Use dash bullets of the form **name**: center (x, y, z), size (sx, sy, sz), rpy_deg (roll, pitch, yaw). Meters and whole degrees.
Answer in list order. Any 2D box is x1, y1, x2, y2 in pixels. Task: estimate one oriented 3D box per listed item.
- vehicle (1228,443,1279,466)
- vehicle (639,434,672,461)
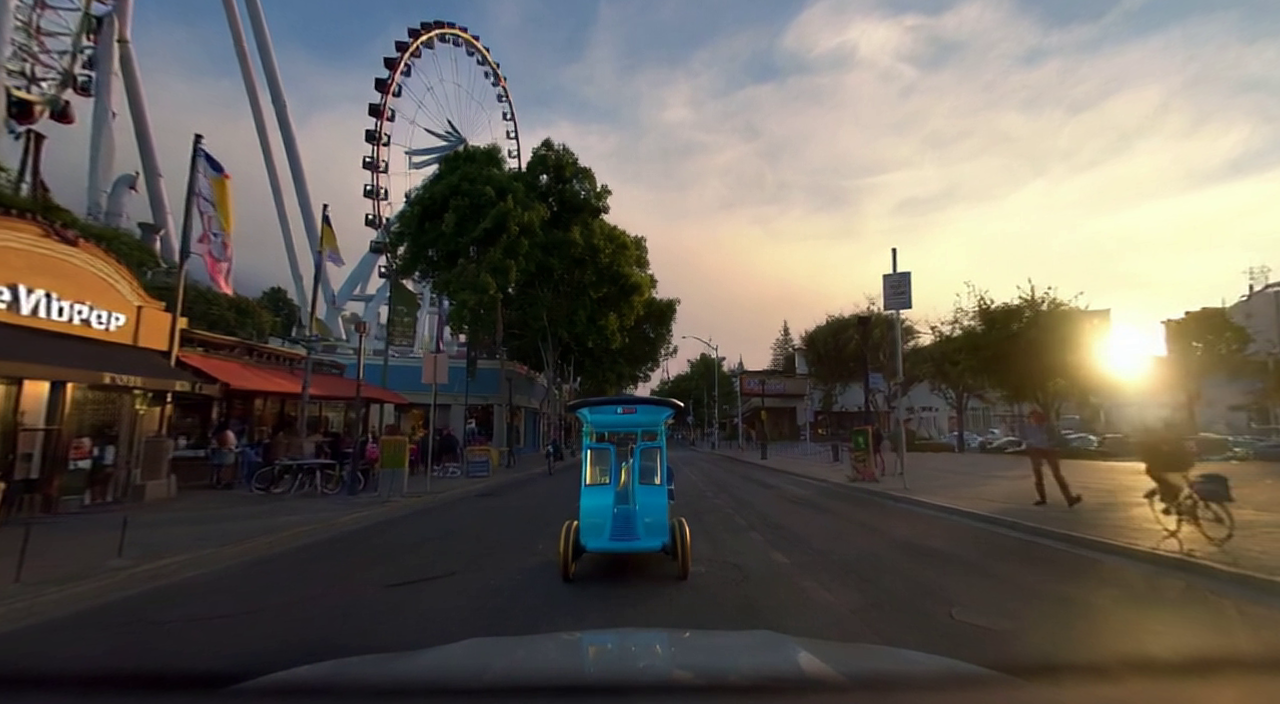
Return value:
- **vehicle**: center (41.783, 6.722, 41.359), size (4.120, 1.445, 1.893), rpy_deg (-2, -9, 10)
- **vehicle**: center (1.115, 6.736, 44.246), size (2.221, 1.773, 4.228), rpy_deg (-1, -9, 2)
